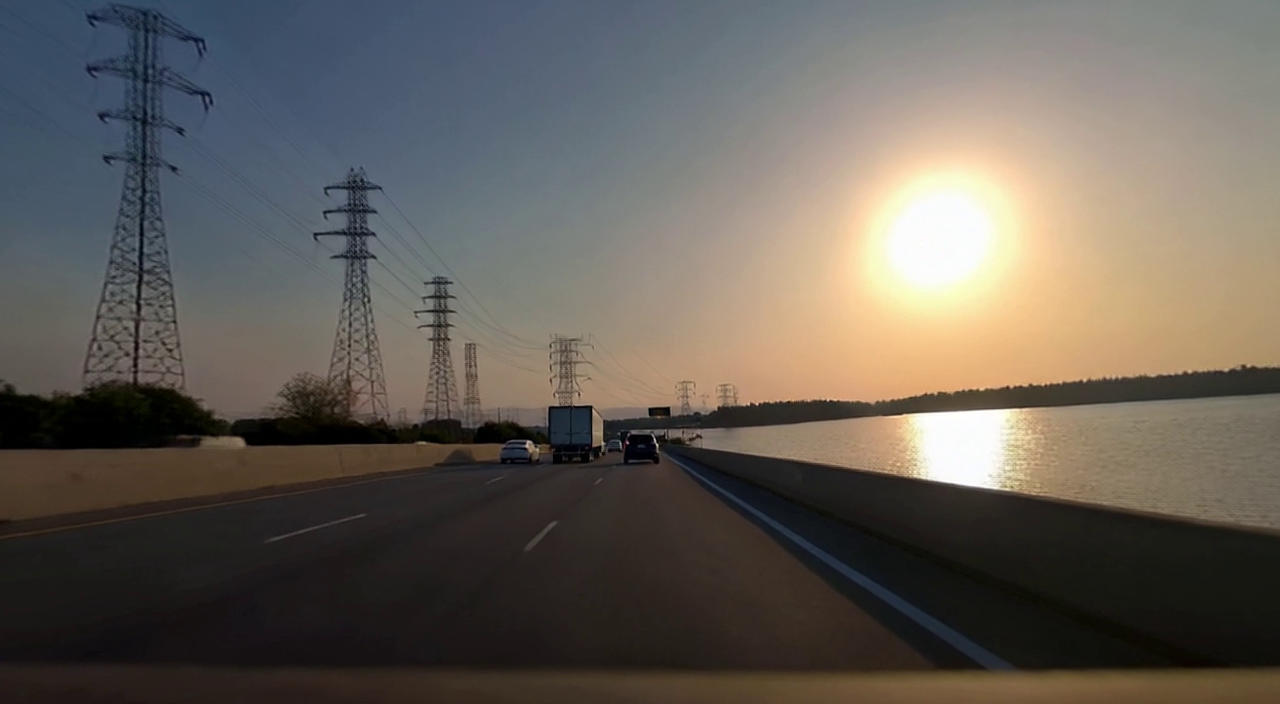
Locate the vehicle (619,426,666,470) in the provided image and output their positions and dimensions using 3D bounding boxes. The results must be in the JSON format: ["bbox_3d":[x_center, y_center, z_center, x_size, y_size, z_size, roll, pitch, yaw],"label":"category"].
[{"bbox_3d":[0.138,5.088,33.601,2.358,2.144,4.713,0,-8,0],"label":"vehicle"}]

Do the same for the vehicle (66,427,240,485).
[{"bbox_3d":[-16.297,3.512,21.566,1.972,1.723,4.983,0,-8,0],"label":"vehicle"}]

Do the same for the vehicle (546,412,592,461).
[{"bbox_3d":[-3.742,4.543,33.855,2.178,2.522,2.054,0,-9,1],"label":"vehicle"}]

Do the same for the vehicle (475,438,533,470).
[{"bbox_3d":[-7.129,5.415,33.647,2.004,1.545,4.513,0,-8,1],"label":"vehicle"}]
